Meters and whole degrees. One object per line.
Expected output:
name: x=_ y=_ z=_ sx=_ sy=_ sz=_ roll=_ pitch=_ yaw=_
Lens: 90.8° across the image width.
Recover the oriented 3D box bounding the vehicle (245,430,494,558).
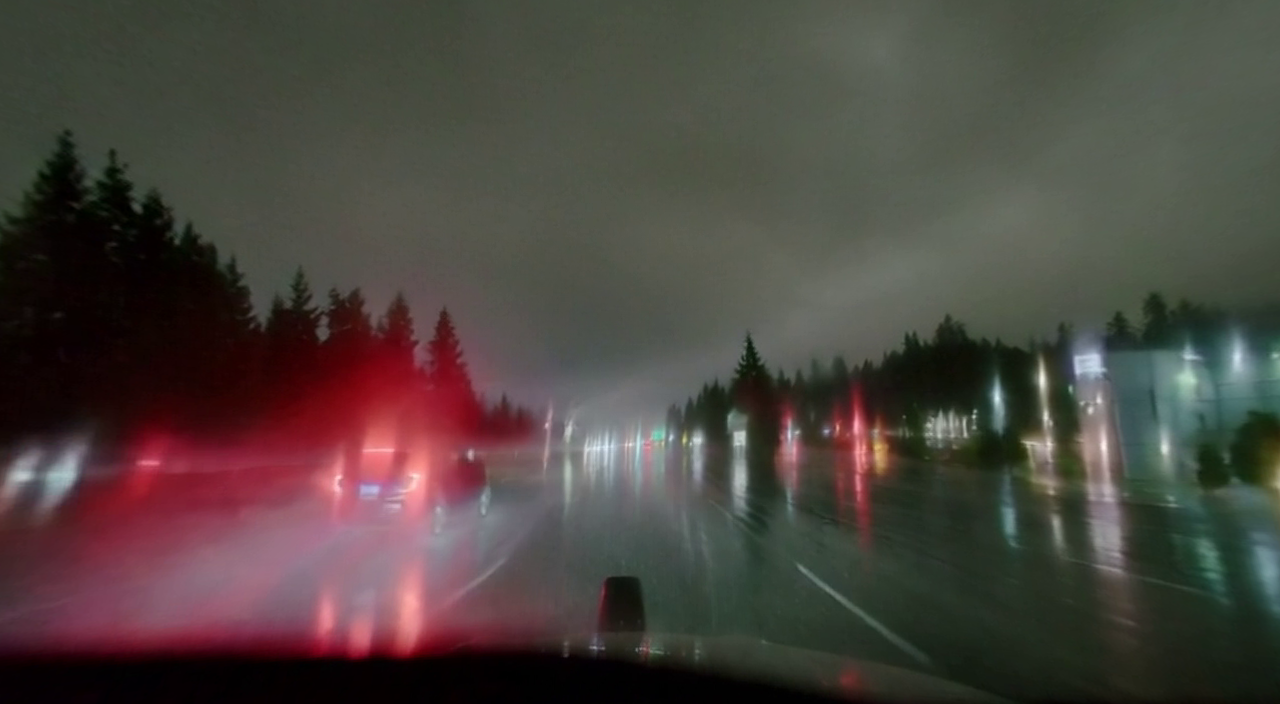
vehicle: x=-3.753 y=2.041 z=9.744 sx=1.979 sy=1.521 sz=4.147 roll=0 pitch=-9 yaw=0

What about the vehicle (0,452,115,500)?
vehicle: x=-24.381 y=4.845 z=25.028 sx=2.257 sy=1.687 sz=5.555 roll=0 pitch=-9 yaw=1
